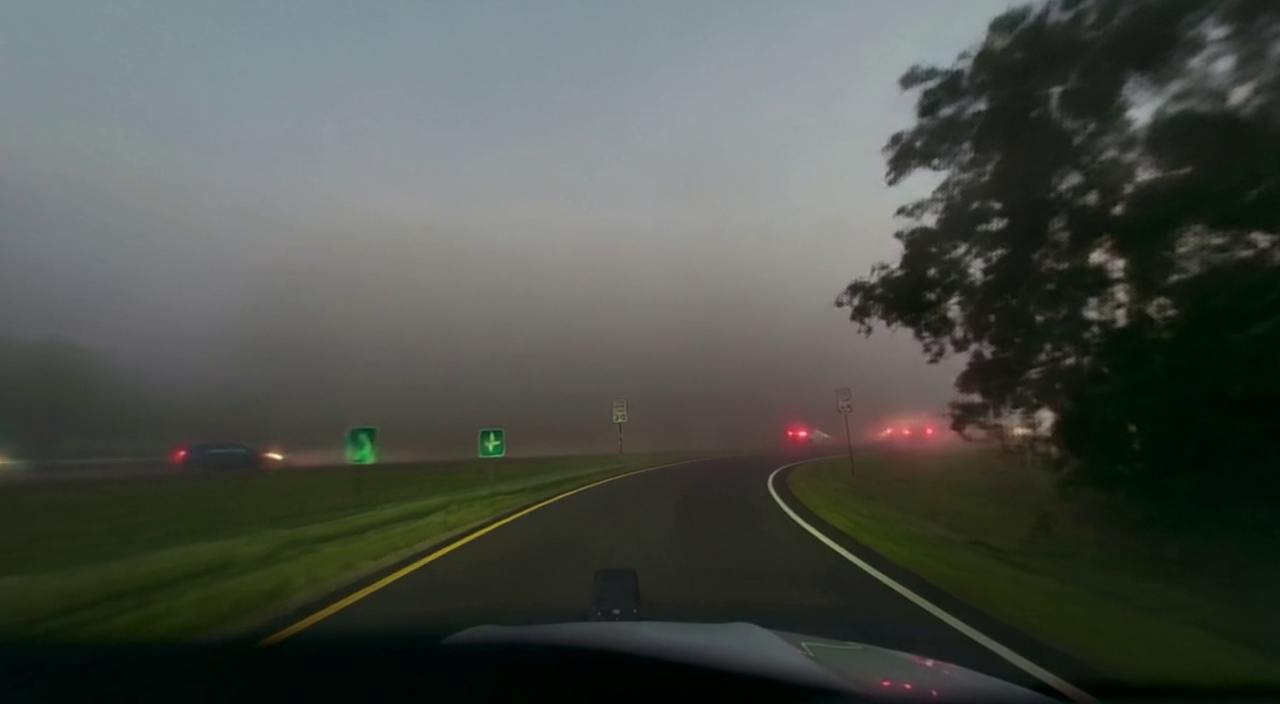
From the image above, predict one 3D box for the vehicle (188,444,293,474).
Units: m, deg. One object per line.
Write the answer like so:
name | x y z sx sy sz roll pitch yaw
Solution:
vehicle | -22.779 6.121 36.172 4.843 1.579 2.135 4 -9 -28
